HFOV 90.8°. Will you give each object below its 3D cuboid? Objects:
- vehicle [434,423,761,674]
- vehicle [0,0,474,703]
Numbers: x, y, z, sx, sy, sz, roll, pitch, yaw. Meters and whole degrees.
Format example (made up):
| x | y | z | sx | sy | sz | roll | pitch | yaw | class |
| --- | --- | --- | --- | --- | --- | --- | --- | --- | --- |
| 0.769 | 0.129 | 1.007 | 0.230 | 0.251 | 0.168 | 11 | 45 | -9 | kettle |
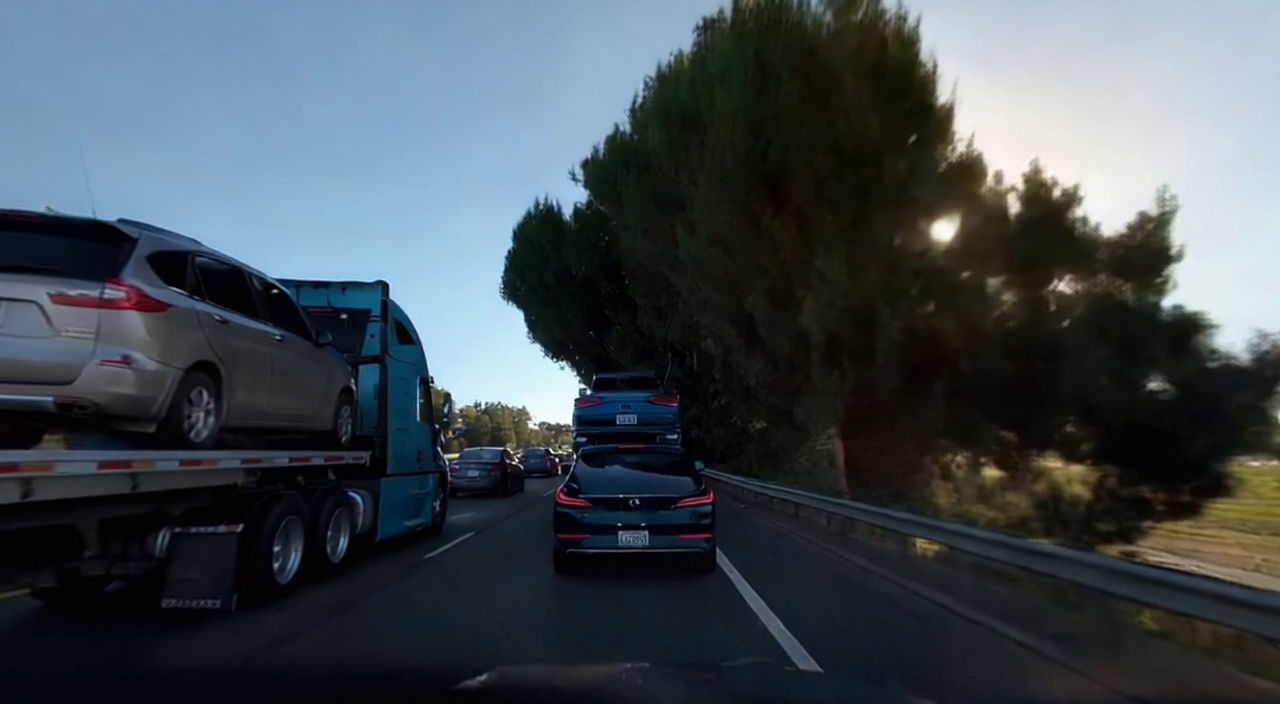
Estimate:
| x | y | z | sx | sy | sz | roll | pitch | yaw | class |
| --- | --- | --- | --- | --- | --- | --- | --- | --- | --- |
| -0.277 | 1.468 | 5.634 | 1.991 | 1.507 | 3.391 | 0 | -9 | -1 | vehicle |
| -4.566 | 0.123 | 4.735 | 2.836 | 4.059 | 14.286 | 0 | -9 | 0 | vehicle |
